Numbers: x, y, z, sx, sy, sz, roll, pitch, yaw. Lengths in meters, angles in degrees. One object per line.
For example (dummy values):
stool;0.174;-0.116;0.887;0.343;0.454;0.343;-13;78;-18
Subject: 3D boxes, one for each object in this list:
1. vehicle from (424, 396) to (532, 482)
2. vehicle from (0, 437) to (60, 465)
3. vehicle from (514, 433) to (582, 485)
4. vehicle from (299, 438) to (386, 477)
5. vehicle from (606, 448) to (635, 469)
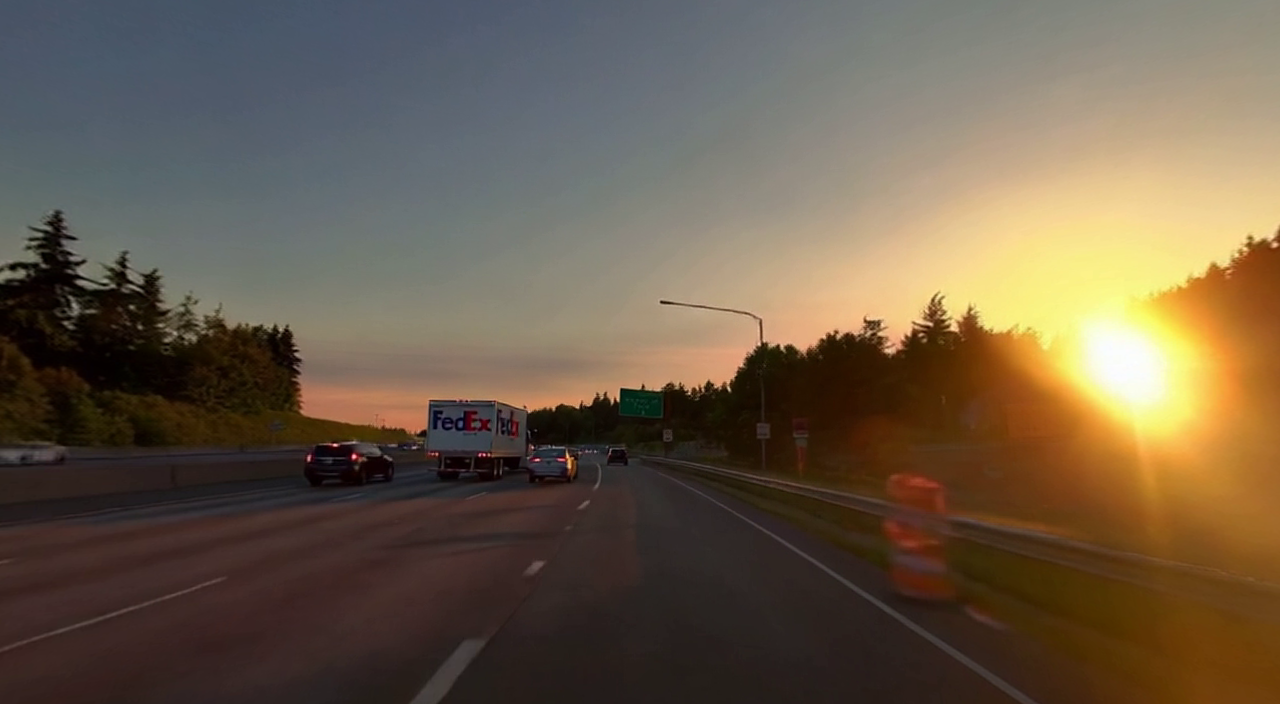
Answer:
vehicle;-6.935;4.002;28.561;2.870;3.266;8.589;0;-9;-2
vehicle;-34.458;5.398;34.317;1.768;1.461;4.487;0;-9;-4
vehicle;-3.604;4.313;25.588;2.170;1.886;4.628;0;-9;-1
vehicle;-13.818;4.914;29.639;2.018;1.668;4.409;0;-9;-2
vehicle;-1.470;7.846;46.656;2.043;1.489;3.839;0;-9;-3
